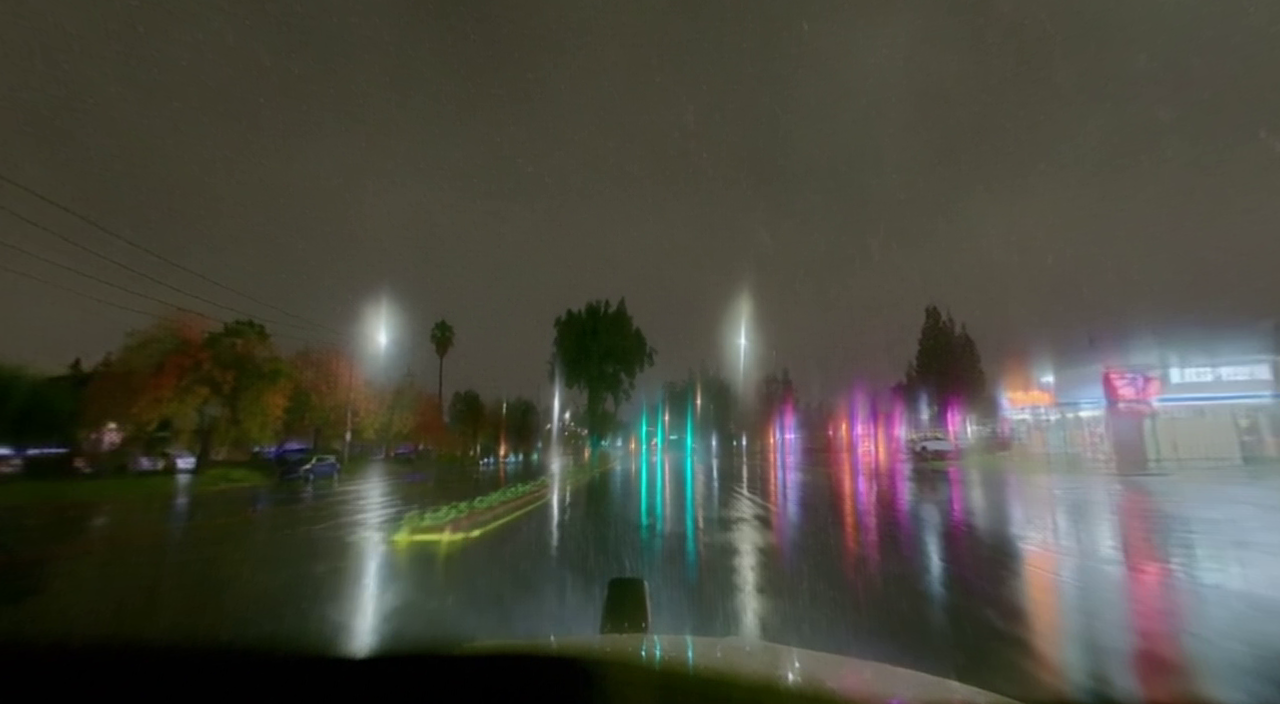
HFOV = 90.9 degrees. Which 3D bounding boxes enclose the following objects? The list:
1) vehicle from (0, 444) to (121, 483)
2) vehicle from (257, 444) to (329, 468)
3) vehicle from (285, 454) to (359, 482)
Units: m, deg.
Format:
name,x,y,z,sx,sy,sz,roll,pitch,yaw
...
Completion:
name,x,y,z,sx,sy,sz,roll,pitch,yaw
vehicle,-26.905,5.110,29.017,4.106,1.698,2.072,0,-8,2
vehicle,-25.959,7.801,47.261,4.190,1.729,1.957,0,-8,2
vehicle,-18.637,6.777,37.250,1.815,1.453,4.870,0,-8,1
